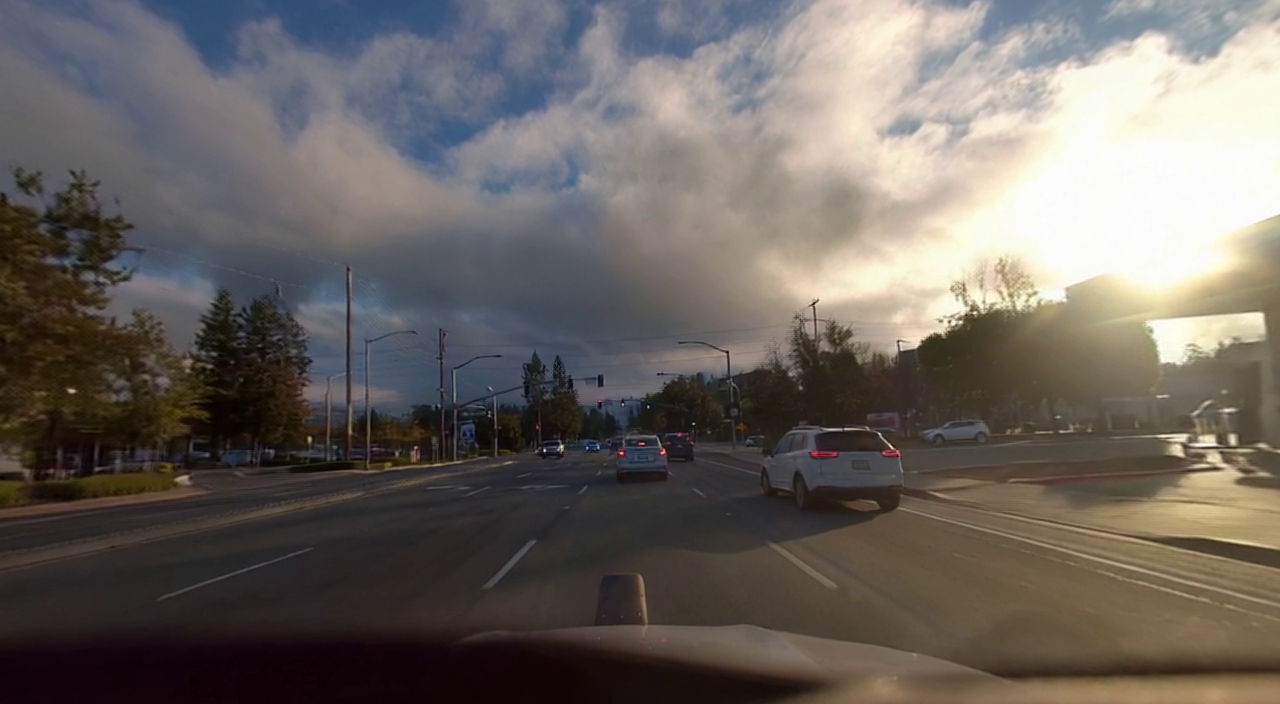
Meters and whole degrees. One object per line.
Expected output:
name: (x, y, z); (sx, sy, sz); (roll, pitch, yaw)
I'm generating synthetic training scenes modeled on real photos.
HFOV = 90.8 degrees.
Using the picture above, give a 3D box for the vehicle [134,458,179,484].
vehicle: (-30.706, 7.518, 40.070); (1.948, 1.452, 4.370); (7, -11, -39)

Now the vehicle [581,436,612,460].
vehicle: (-3.322, 7.436, 48.951); (2.155, 1.745, 4.248); (0, -8, -1)

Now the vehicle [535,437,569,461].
vehicle: (-6.698, 7.423, 48.317); (1.994, 1.695, 4.471); (0, -8, 0)

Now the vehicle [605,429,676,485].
vehicle: (-0.072, 3.511, 21.373); (2.164, 1.718, 3.881); (0, -8, -2)

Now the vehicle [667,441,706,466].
vehicle: (2.569, 5.734, 35.863); (1.822, 1.331, 3.583); (0, -8, -2)

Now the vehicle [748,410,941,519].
vehicle: (3.851, 2.242, 13.106); (2.116, 1.791, 5.006); (0, -8, -3)
